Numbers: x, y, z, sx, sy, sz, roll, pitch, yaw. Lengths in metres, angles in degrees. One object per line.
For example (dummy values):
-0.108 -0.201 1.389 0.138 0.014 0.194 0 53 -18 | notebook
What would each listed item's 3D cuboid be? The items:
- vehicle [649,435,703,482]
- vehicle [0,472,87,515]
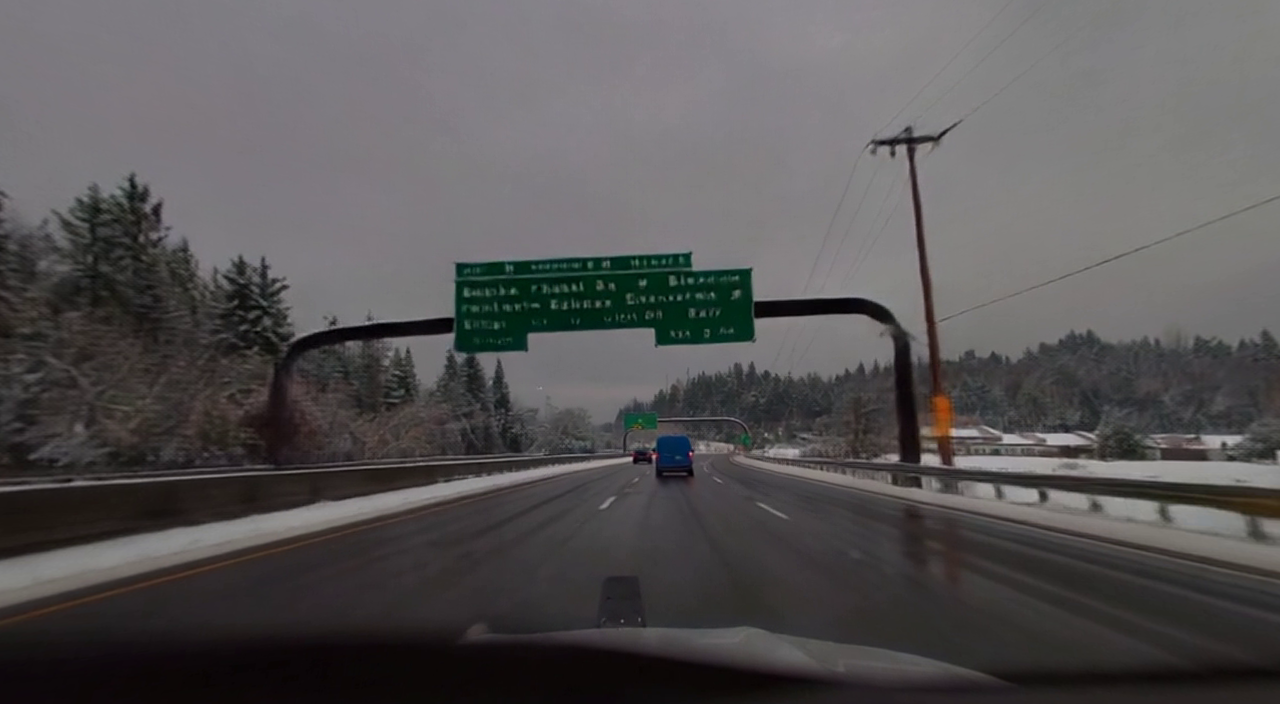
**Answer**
1.650 4.925 29.278 2.261 1.969 5.104 -1 -9 3 | vehicle
-45.277 10.257 45.725 2.829 2.613 7.507 -3 -8 8 | vehicle
